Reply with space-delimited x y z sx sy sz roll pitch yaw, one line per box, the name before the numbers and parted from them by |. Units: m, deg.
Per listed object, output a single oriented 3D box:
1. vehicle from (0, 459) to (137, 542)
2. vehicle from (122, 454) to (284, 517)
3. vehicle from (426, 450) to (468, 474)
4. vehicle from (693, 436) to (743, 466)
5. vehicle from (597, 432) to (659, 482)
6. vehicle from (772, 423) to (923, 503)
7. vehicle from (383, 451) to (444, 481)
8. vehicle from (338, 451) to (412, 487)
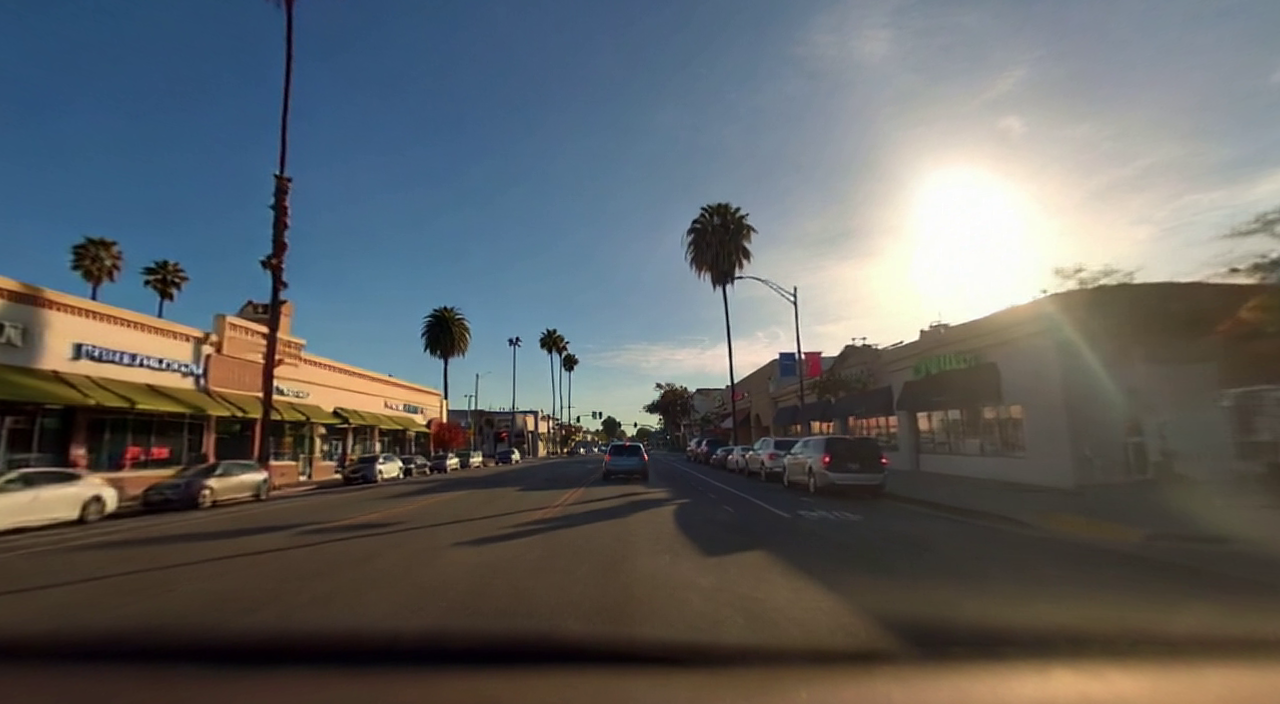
vehicle | -13.149 3.128 13.021 1.881 1.484 4.565 -6 -8 -2
vehicle | -13.301 4.046 19.578 1.968 1.472 4.345 -4 -8 0
vehicle | -13.244 7.545 43.400 1.774 1.522 3.699 -1 -8 -1
vehicle | 5.521 7.146 45.725 2.568 1.974 6.203 0 -8 -3
vehicle | -0.416 4.107 24.907 2.239 1.763 4.096 0 -8 0
vehicle | 5.671 3.128 18.315 2.430 1.924 5.779 0 -8 0
vehicle | -13.058 6.566 36.583 1.804 1.441 4.534 -4 -8 0
vehicle | -13.253 5.841 31.815 1.840 1.521 4.450 -2 -8 0
